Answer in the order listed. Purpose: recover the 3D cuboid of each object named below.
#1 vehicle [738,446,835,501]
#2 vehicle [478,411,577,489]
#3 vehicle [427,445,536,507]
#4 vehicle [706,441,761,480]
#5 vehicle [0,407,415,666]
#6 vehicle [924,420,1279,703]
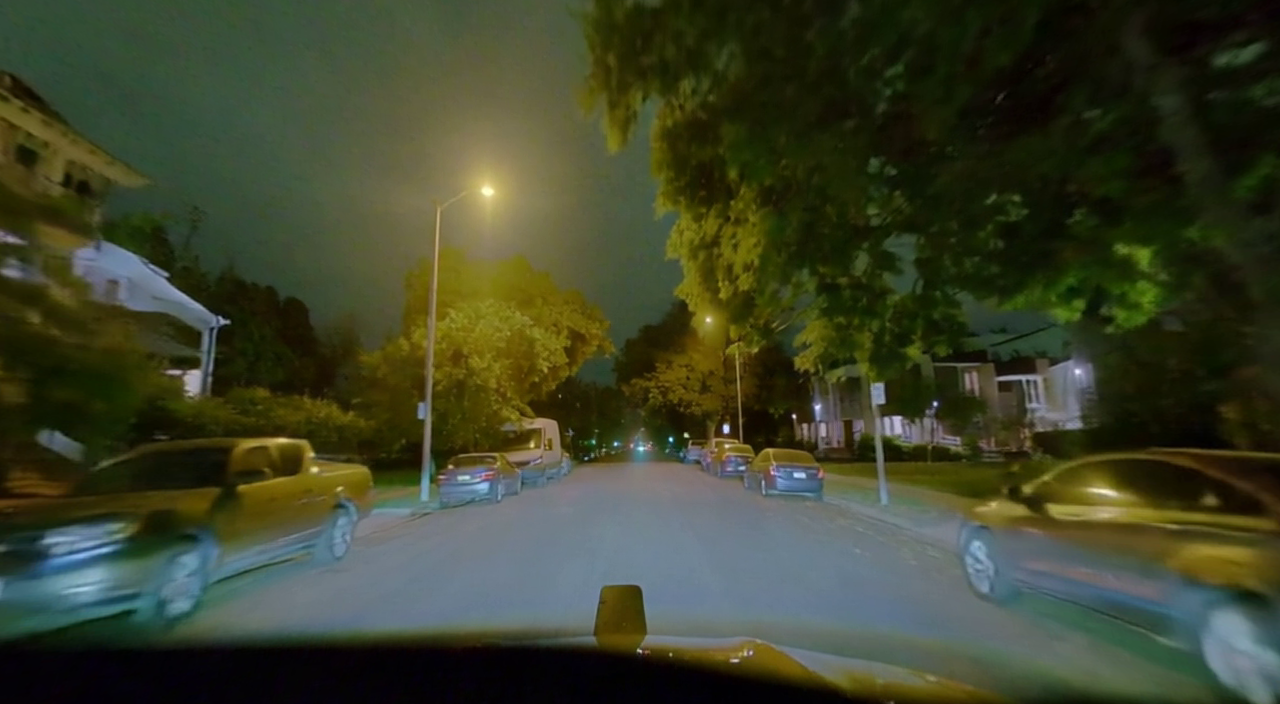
[{"bbox_3d":[4.229,3.544,18.830,1.846,1.351,4.272,2,-8,-1],"label":"vehicle"},{"bbox_3d":[-4.355,3.954,25.480,2.470,2.613,5.989,-4,-9,4],"label":"vehicle"},{"bbox_3d":[-4.713,3.726,19.470,2.023,1.568,4.942,-3,-9,1],"label":"vehicle"},{"bbox_3d":[4.177,4.868,28.587,1.839,1.520,4.498,3,-8,1],"label":"vehicle"},{"bbox_3d":[-4.634,1.719,7.186,2.154,1.796,5.294,-2,-8,0],"label":"vehicle"},{"bbox_3d":[4.087,1.377,4.324,2.068,1.532,4.663,5,-8,0],"label":"vehicle"}]
